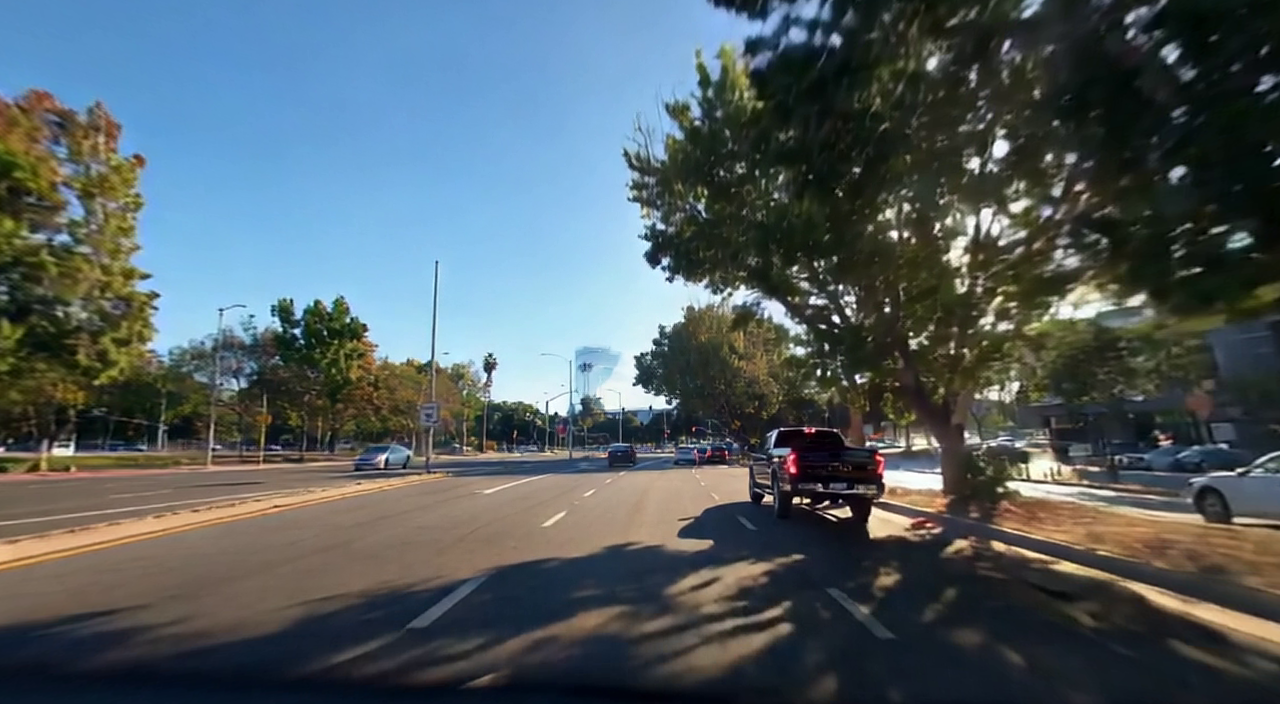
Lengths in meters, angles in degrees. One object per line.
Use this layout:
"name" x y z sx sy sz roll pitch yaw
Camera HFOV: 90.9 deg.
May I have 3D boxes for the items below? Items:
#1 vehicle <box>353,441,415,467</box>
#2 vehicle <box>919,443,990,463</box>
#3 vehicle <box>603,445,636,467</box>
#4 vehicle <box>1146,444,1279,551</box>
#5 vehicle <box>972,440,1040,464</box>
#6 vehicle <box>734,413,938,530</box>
"vehicle" -16.824 6.741 41.691 1.893 1.593 4.575 -1 -9 4
"vehicle" 24.768 7.923 49.638 4.711 1.460 2.149 2 -9 -16
"vehicle" -1.474 7.654 46.636 1.958 1.542 4.175 -1 -9 5
"vehicle" 10.113 2.098 9.065 1.963 1.513 4.600 0 -9 2
"vehicle" 25.977 7.081 44.741 3.945 1.618 1.919 3 -9 -18
"vehicle" 3.463 2.285 12.678 2.333 1.777 5.713 0 -9 1
